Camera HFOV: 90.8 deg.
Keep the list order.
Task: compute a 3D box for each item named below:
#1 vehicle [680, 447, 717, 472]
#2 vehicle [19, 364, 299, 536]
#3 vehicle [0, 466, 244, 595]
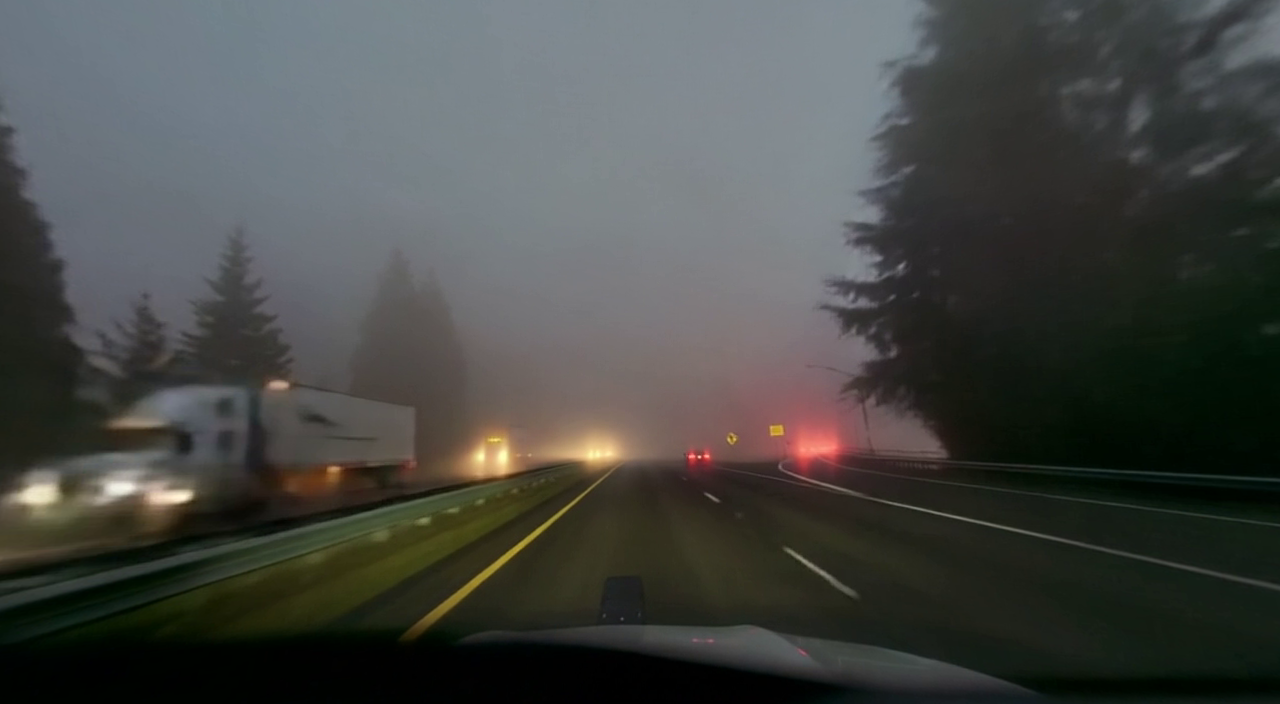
[{"bbox_3d":[3.775,7.038,41.478,2.013,1.584,3.995,0,-9,0],"label":"vehicle"},{"bbox_3d":[-12.801,2.713,17.707,2.985,3.990,5.823,0,-9,0],"label":"vehicle"},{"bbox_3d":[-8.269,2.538,9.661,1.882,1.452,3.812,0,-9,0],"label":"vehicle"}]
